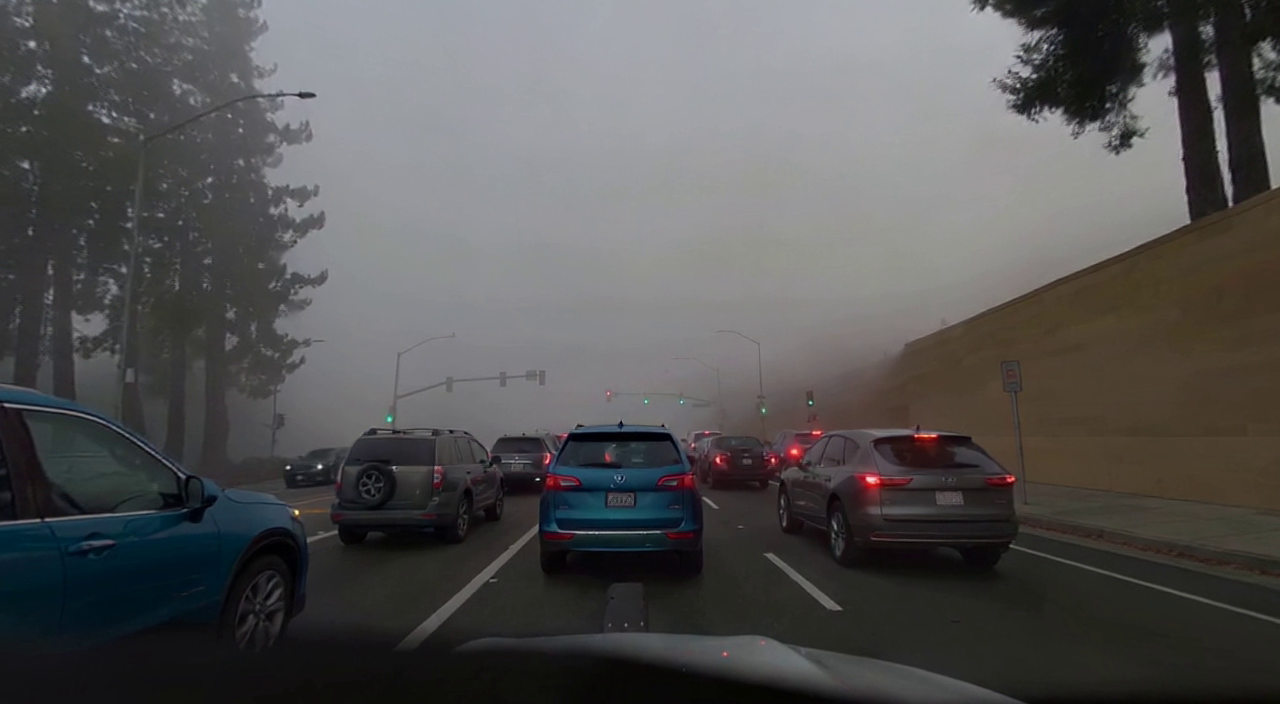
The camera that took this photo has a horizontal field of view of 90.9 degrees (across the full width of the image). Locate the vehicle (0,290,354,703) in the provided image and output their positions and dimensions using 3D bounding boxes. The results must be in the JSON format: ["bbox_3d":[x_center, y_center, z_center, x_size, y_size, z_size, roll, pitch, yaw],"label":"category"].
[{"bbox_3d":[-3.516,0.828,3.125,2.070,1.913,4.450,0,-8,0],"label":"vehicle"}]

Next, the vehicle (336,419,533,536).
[{"bbox_3d":[-3.508,2.243,11.907,2.067,1.759,4.631,0,-8,1],"label":"vehicle"}]

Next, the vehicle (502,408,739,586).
[{"bbox_3d":[-0.156,1.663,8.014,2.245,1.677,3.913,0,-8,1],"label":"vehicle"}]

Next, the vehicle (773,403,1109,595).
[{"bbox_3d":[3.142,1.622,7.830,2.029,1.702,4.281,0,-8,0],"label":"vehicle"}]
